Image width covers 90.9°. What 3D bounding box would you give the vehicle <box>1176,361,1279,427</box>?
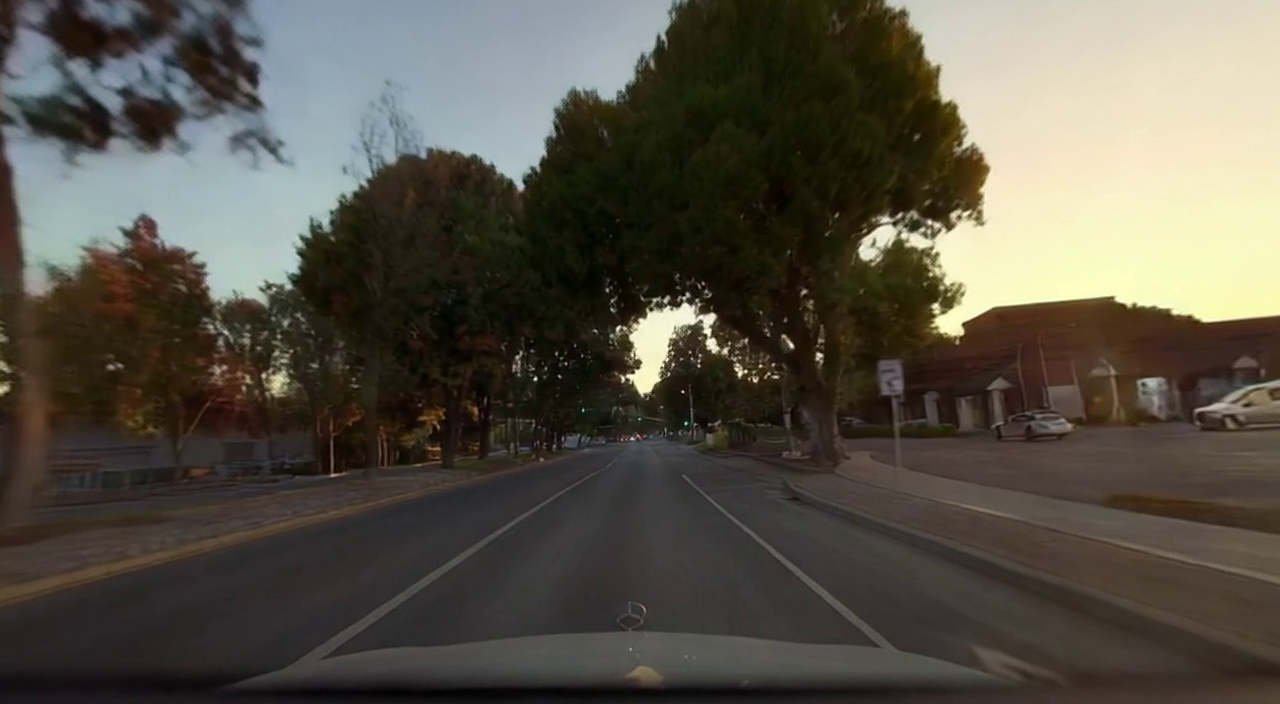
[{"bbox_3d":[41.294,2.453,41.136,8.935,3.546,2.885,-14,-10,37],"label":"vehicle"}]
